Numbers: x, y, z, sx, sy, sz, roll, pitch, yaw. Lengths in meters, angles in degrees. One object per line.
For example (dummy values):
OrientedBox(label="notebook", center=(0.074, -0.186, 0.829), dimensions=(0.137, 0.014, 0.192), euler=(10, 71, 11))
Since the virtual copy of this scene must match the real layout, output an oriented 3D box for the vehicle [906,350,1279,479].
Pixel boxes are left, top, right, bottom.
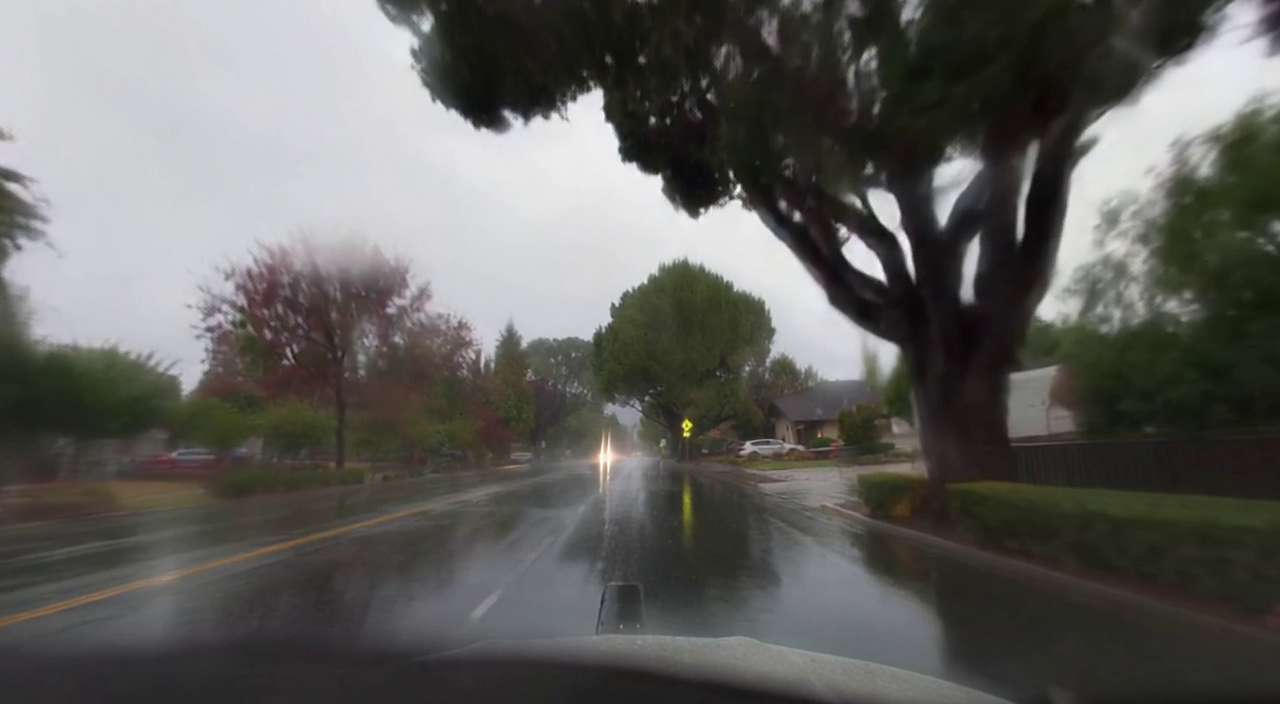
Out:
OrientedBox(label="vehicle", center=(17.534, 2.523, 24.932), dimensions=(12.151, 4.157, 3.709), euler=(-1, -15, -6))
